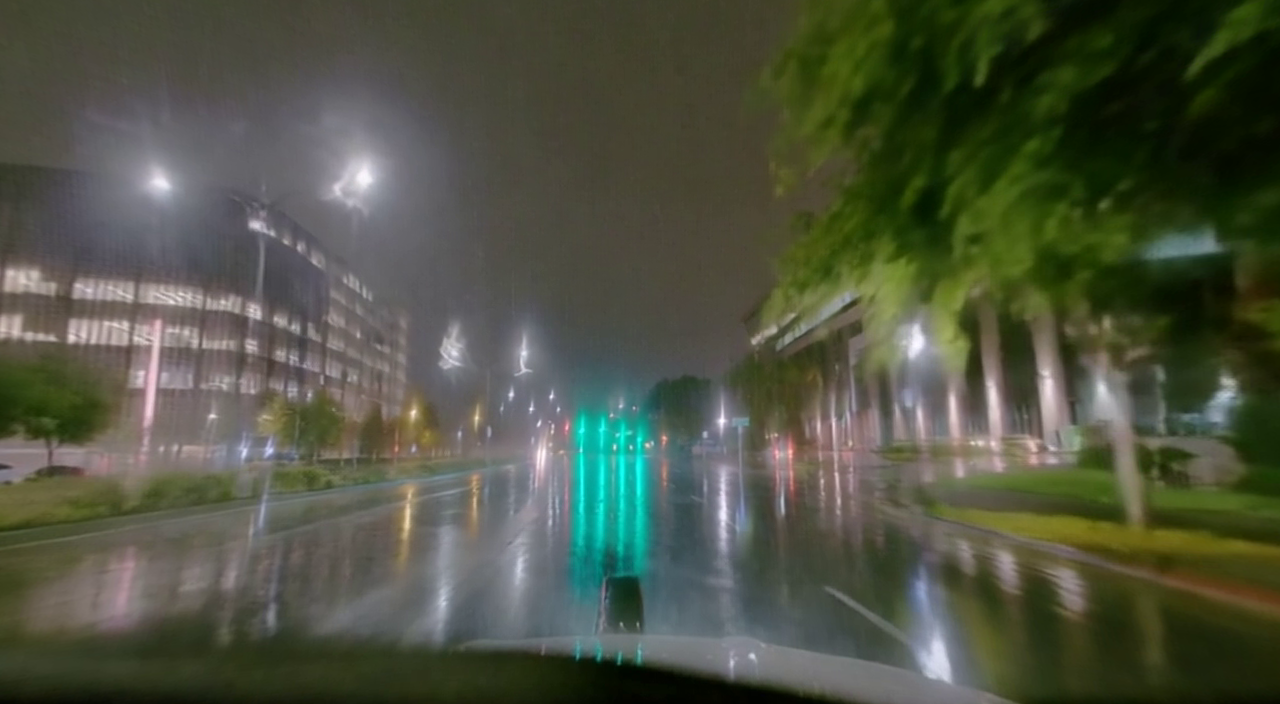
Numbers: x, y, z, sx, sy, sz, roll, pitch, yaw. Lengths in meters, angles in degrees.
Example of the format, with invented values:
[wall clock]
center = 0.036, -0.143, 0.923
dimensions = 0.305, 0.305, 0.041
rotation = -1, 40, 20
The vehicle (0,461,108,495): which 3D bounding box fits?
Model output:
[vehicle]
center = -32.948, 7.036, 35.638
dimensions = 2.034, 1.618, 4.667
rotation = 0, -8, -5
